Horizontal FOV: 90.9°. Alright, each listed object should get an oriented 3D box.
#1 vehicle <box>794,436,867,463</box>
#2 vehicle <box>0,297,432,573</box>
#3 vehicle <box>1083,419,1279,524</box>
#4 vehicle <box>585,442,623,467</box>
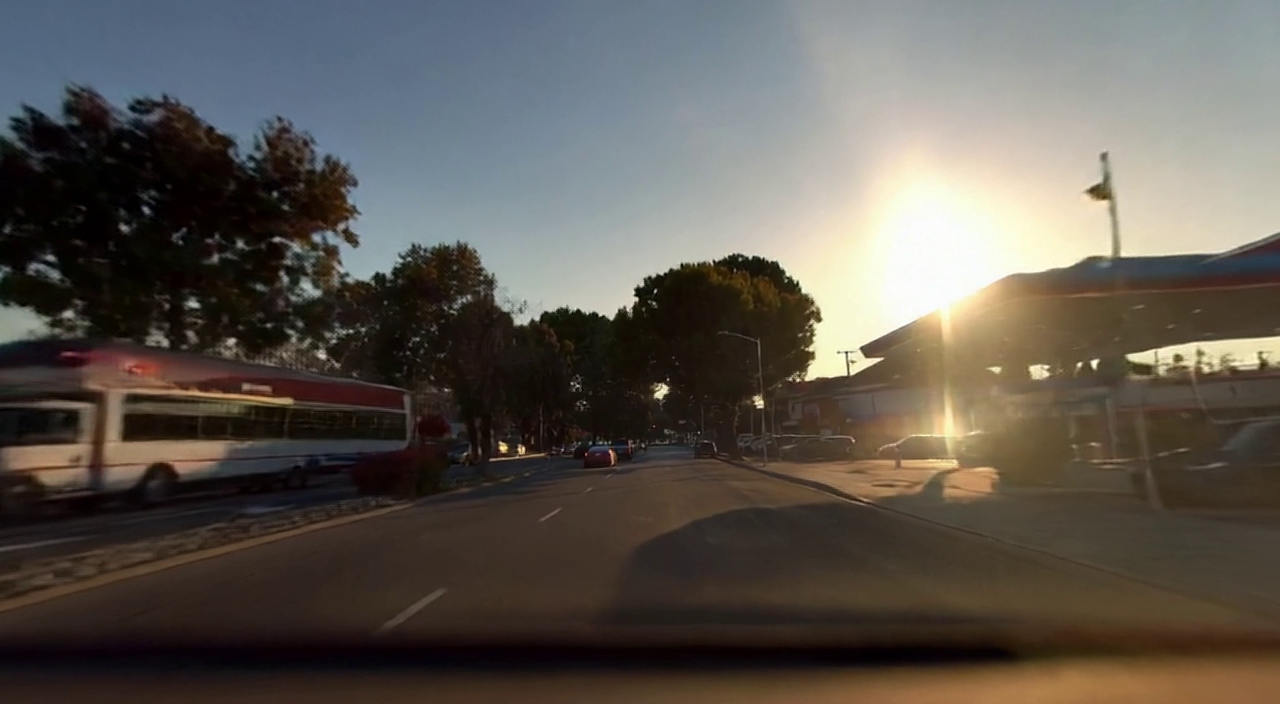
[{"bbox_3d":[13.133,6.731,43.600,4.454,1.776,1.891,0,-8,3],"label":"vehicle"},{"bbox_3d":[-8.475,1.896,14.191,3.056,3.289,13.199,-2,-8,1],"label":"vehicle"},{"bbox_3d":[10.117,1.967,10.766,1.888,1.465,4.727,-1,-9,3],"label":"vehicle"},{"bbox_3d":[-2.089,6.128,37.731,1.959,1.406,4.272,0,-9,1],"label":"vehicle"}]
